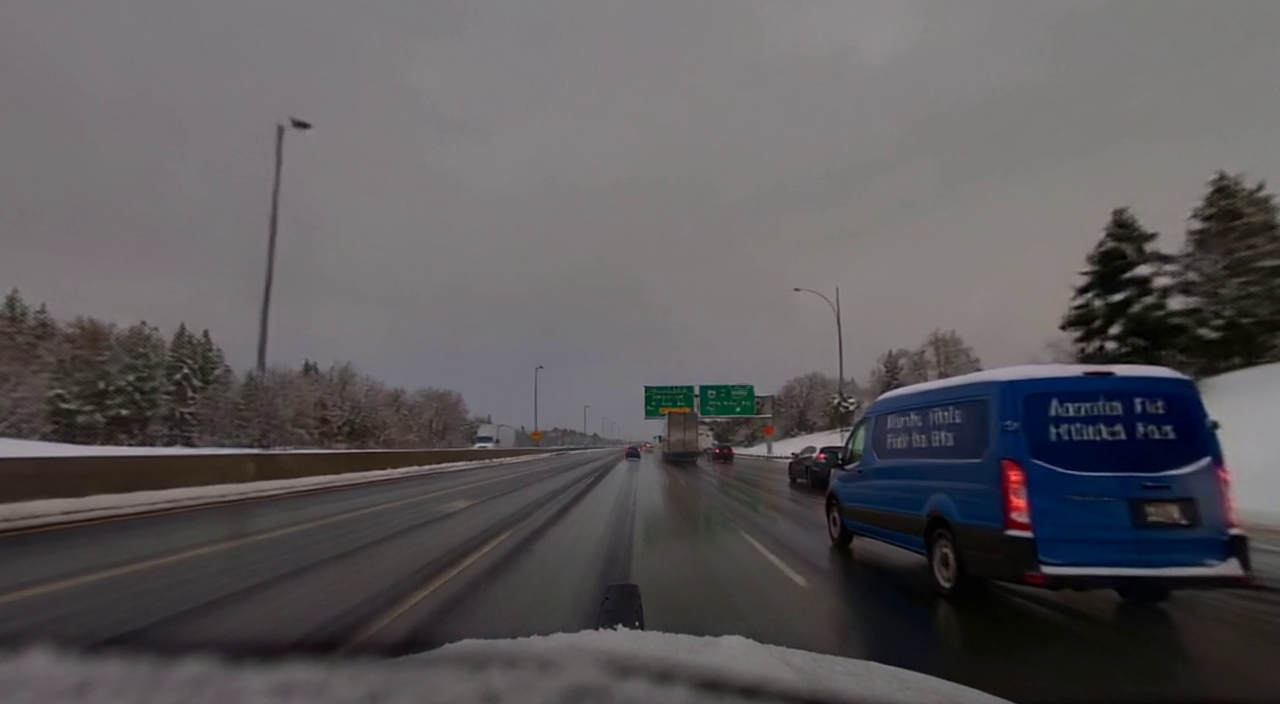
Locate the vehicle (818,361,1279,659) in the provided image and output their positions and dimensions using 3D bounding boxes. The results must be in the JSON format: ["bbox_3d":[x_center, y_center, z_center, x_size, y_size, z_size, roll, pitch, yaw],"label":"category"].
[{"bbox_3d":[3.630,1.379,6.609,2.035,1.931,4.841,0,-9,-1],"label":"vehicle"}]
